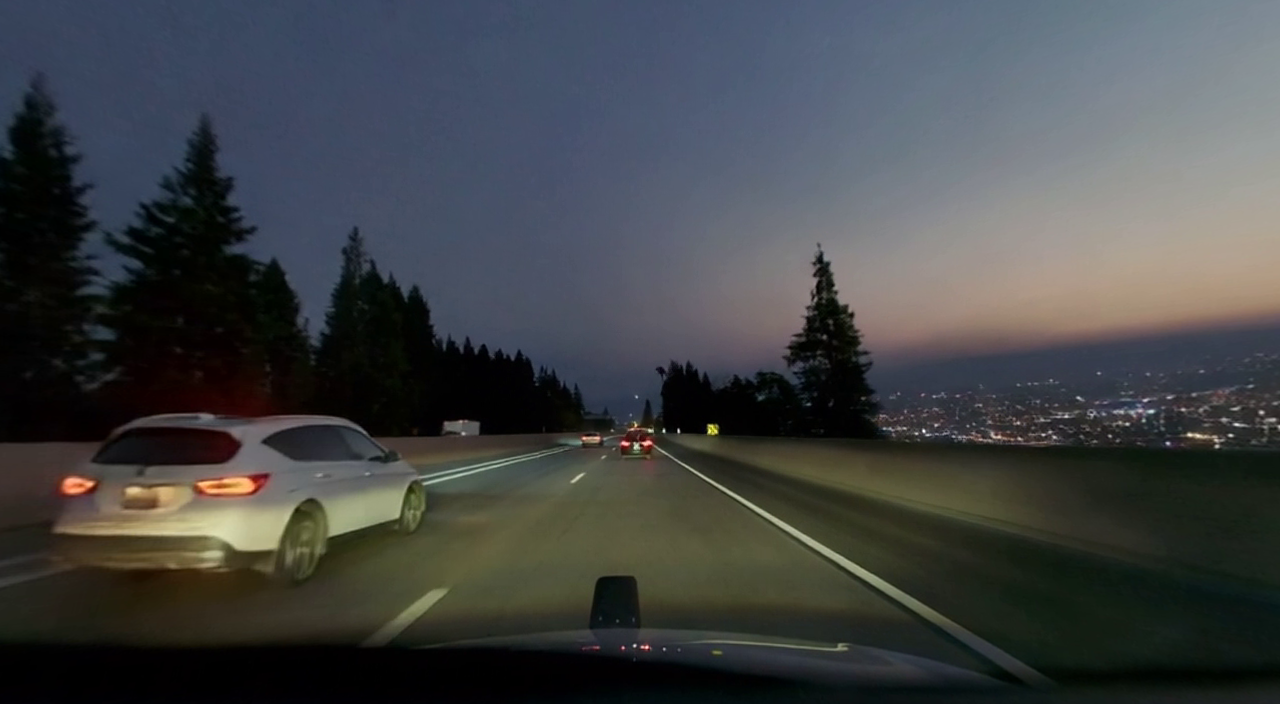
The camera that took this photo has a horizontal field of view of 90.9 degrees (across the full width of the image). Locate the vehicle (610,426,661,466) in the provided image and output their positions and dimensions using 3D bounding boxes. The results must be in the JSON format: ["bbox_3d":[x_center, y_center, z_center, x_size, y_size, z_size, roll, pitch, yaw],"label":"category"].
[{"bbox_3d":[-0.197,4.201,28.406,2.134,1.654,4.174,0,-8,0],"label":"vehicle"}]

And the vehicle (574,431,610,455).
[{"bbox_3d":[-3.203,6.192,42.933,2.030,1.491,4.046,0,-8,1],"label":"vehicle"}]

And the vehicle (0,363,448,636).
[{"bbox_3d":[-3.853,1.264,6.527,2.251,1.749,4.820,0,-8,-1],"label":"vehicle"}]
